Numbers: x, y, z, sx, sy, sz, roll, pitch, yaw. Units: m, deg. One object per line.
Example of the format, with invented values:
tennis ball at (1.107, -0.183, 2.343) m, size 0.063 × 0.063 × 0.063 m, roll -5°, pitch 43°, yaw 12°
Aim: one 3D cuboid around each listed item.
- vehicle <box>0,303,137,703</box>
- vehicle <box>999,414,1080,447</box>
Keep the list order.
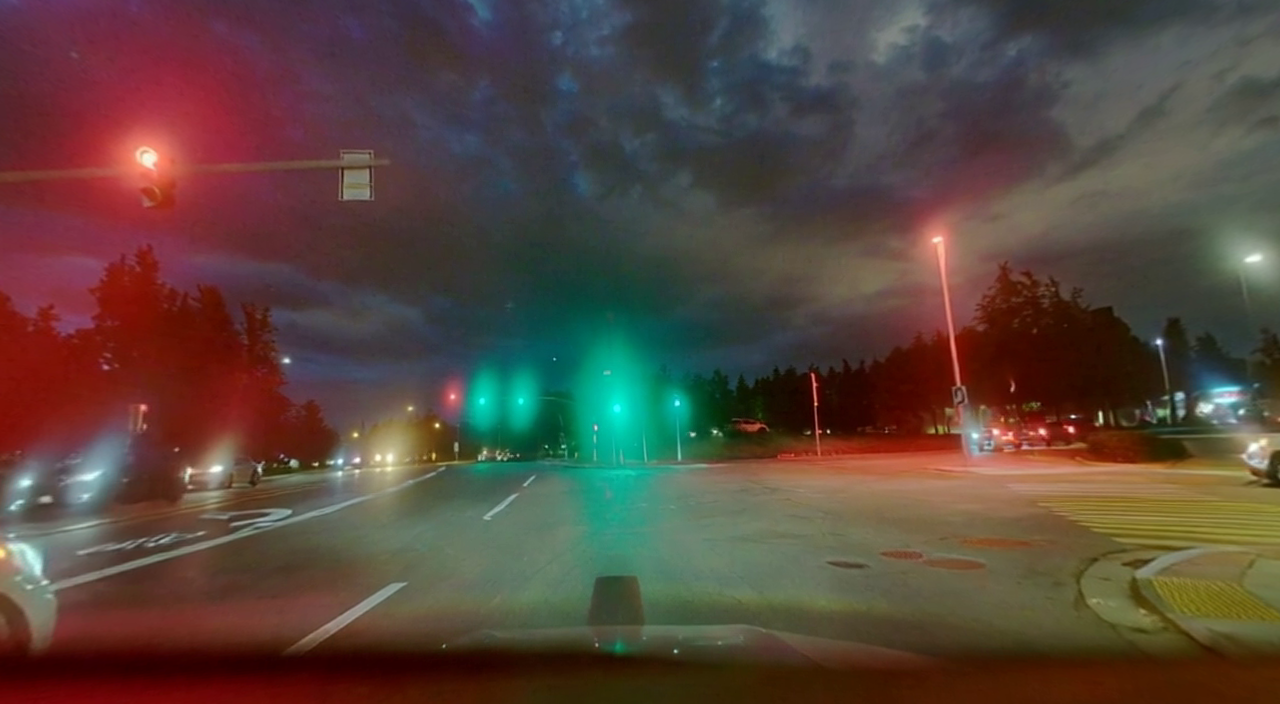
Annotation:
vehicle at (-3.514, 0.423, 0.391) m, size 2.134 × 1.799 × 5.082 m, roll 0°, pitch -9°, yaw 1°
vehicle at (24.741, 4.910, 39.092) m, size 4.523 × 1.908 × 1.930 m, roll 4°, pitch -9°, yaw -25°
